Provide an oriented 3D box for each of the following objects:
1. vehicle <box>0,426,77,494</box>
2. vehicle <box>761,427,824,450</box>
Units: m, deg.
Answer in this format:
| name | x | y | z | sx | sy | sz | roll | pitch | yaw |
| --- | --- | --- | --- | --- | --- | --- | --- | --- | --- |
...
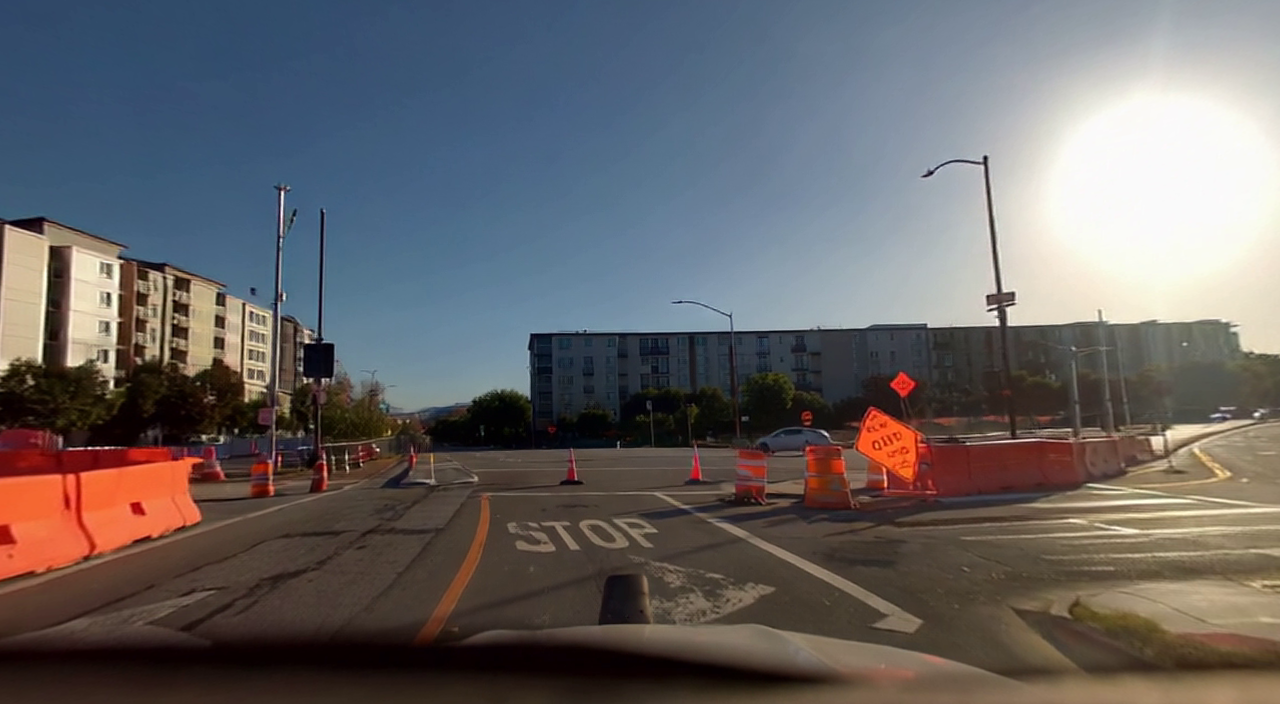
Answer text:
| name | x | y | z | sx | sy | sz | roll | pitch | yaw |
| --- | --- | --- | --- | --- | --- | --- | --- | --- | --- |
| vehicle | -17.726 | 3.053 | 18.042 | 2.159 | 1.734 | 4.292 | 7 | -11 | -42 |
| vehicle | 11.513 | 6.532 | 47.579 | 4.302 | 1.628 | 1.957 | 3 | -9 | -23 |
